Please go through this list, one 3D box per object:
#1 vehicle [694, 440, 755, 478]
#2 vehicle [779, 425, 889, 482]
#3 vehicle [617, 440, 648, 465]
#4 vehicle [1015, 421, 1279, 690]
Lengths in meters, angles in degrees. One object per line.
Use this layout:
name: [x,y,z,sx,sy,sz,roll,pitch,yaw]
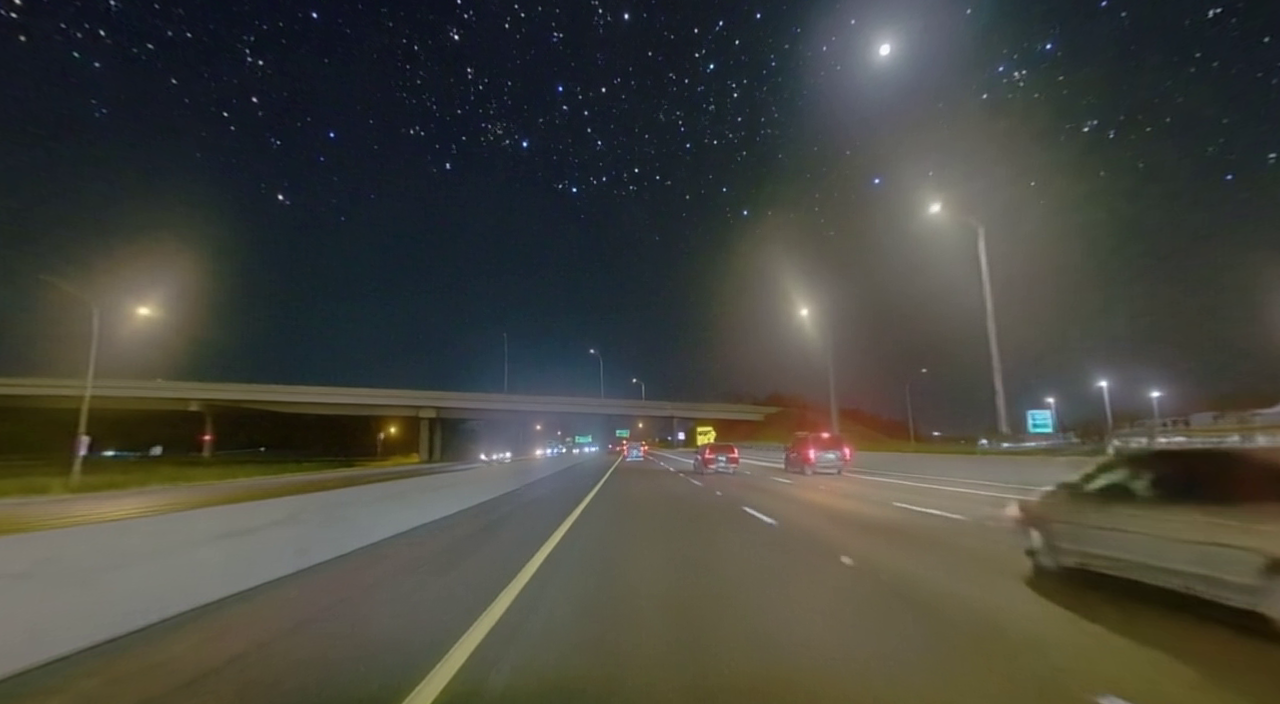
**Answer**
vehicle: [3.822,4.940,29.454,2.005,1.585,4.863,0,-8,-2]
vehicle: [7.663,4.117,25.817,2.448,2.042,5.959,0,-8,-1]
vehicle: [-0.596,7.545,47.522,2.256,1.743,4.189,0,-8,-1]
vehicle: [4.481,1.129,3.570,1.971,1.453,4.414,0,-8,0]
